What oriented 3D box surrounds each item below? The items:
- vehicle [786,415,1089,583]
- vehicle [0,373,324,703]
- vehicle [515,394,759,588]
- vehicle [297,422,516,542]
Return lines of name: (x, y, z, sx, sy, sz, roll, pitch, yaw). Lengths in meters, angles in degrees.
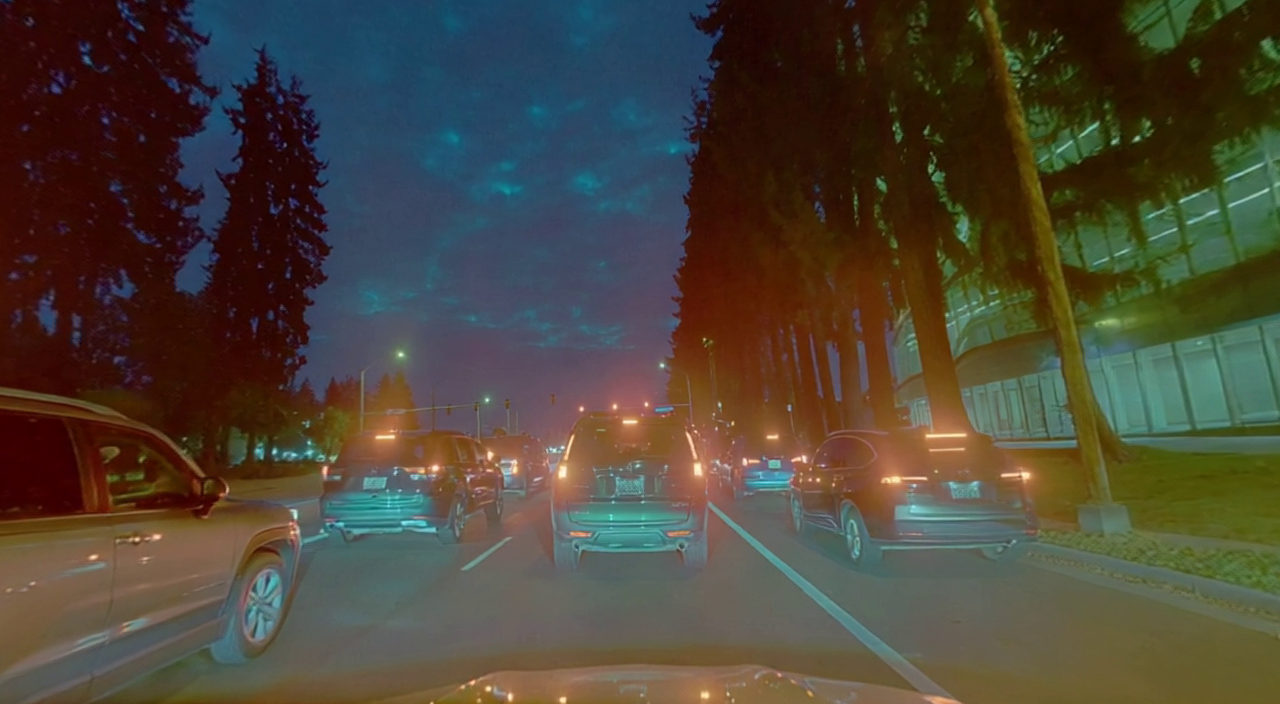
vehicle: (3.263, 1.664, 7.871, 1.922, 1.579, 3.642, 0, -8, -1)
vehicle: (-3.784, 0.997, 3.307, 1.929, 1.641, 4.193, 0, -8, 2)
vehicle: (-0.013, 1.551, 7.774, 2.193, 1.744, 4.033, 0, -8, 0)
vehicle: (-3.655, 2.115, 10.921, 2.042, 1.641, 4.314, 0, -8, 1)
